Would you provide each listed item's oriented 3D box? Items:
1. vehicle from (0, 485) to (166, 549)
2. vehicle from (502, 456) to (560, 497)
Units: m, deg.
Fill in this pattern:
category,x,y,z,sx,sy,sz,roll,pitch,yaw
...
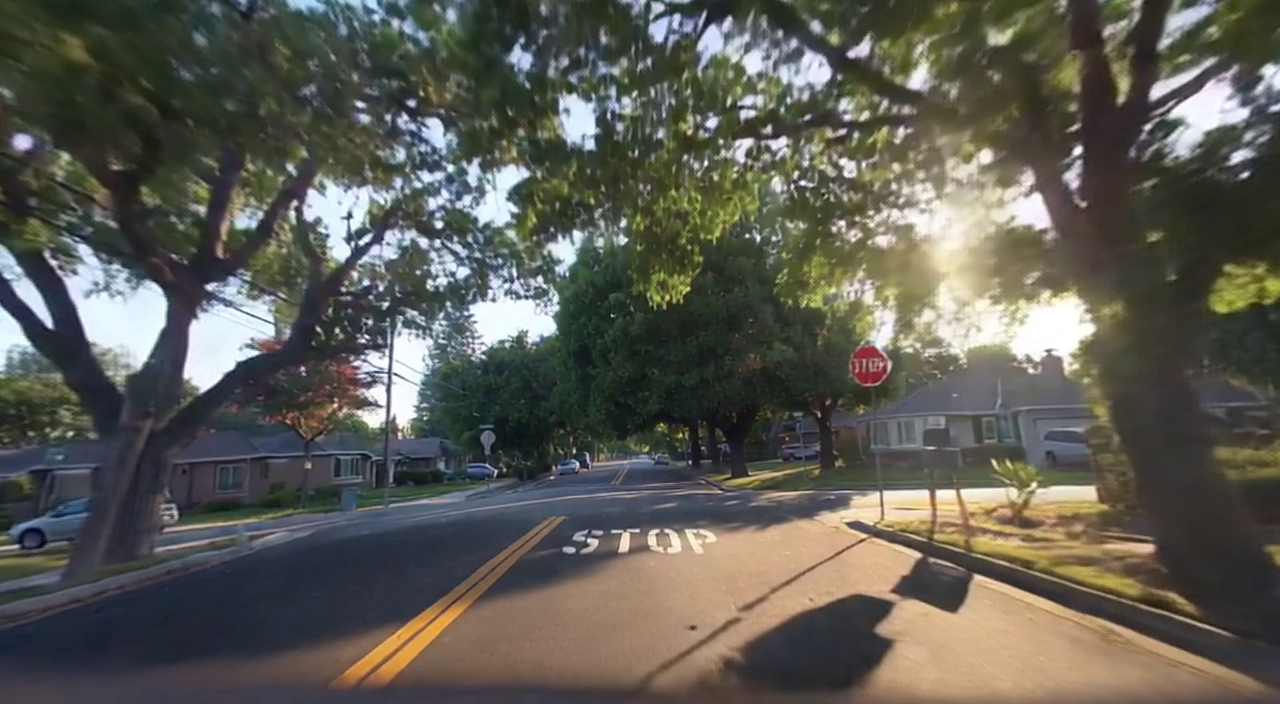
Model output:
category,x,y,z,sx,sy,sz,roll,pitch,yaw
vehicle,-18.474,5.423,20.884,4.274,1.626,2.093,-6,-9,11
vehicle,-5.972,6.856,35.231,2.149,1.823,4.613,-6,-9,1
